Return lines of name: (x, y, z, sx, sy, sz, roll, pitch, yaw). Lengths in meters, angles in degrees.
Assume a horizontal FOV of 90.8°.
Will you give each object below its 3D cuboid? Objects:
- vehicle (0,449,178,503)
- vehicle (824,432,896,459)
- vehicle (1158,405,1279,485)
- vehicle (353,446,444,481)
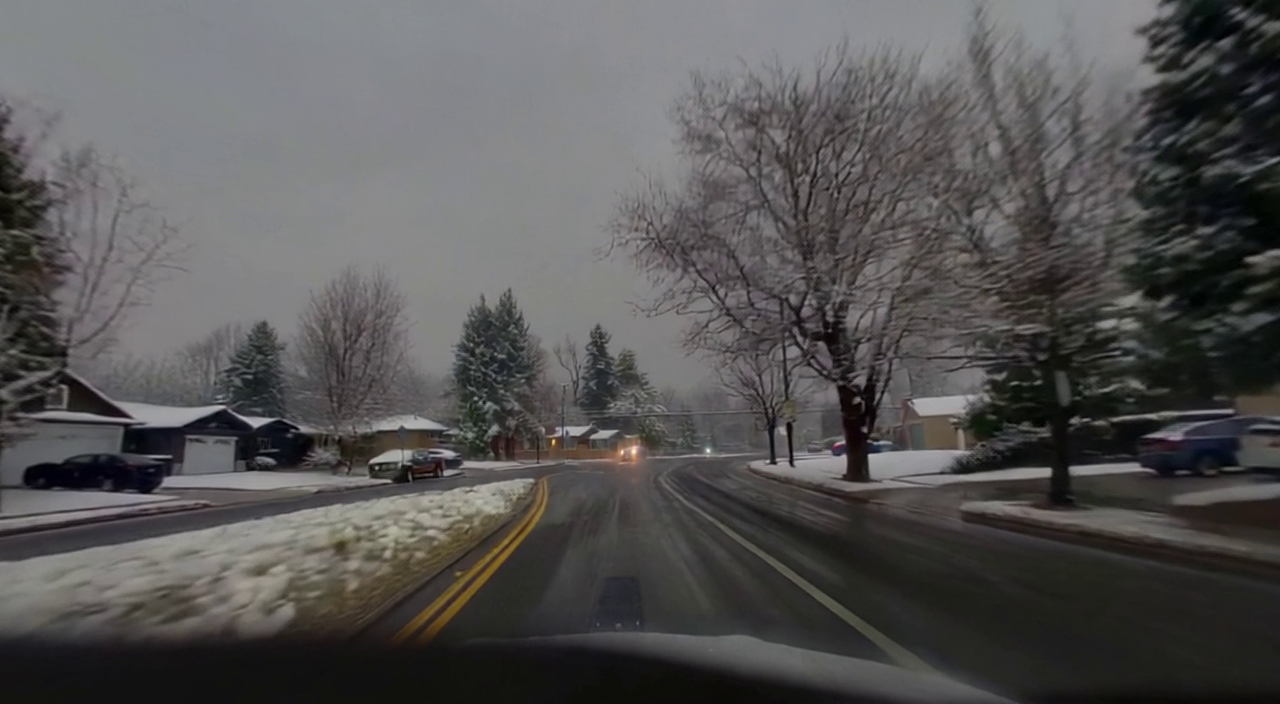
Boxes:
vehicle: (-20.688, 4.558, 23.512, 5.166, 1.847, 2.049, 0, -9, -5)
vehicle: (17.258, 7.385, 49.795, 5.073, 1.729, 2.161, -6, -11, 16)
vehicle: (15.108, 2.161, 14.756, 4.069, 1.751, 1.899, -3, -9, 12)
vehicle: (-14.810, 6.878, 39.368, 2.418, 1.969, 6.615, -2, -9, 7)
